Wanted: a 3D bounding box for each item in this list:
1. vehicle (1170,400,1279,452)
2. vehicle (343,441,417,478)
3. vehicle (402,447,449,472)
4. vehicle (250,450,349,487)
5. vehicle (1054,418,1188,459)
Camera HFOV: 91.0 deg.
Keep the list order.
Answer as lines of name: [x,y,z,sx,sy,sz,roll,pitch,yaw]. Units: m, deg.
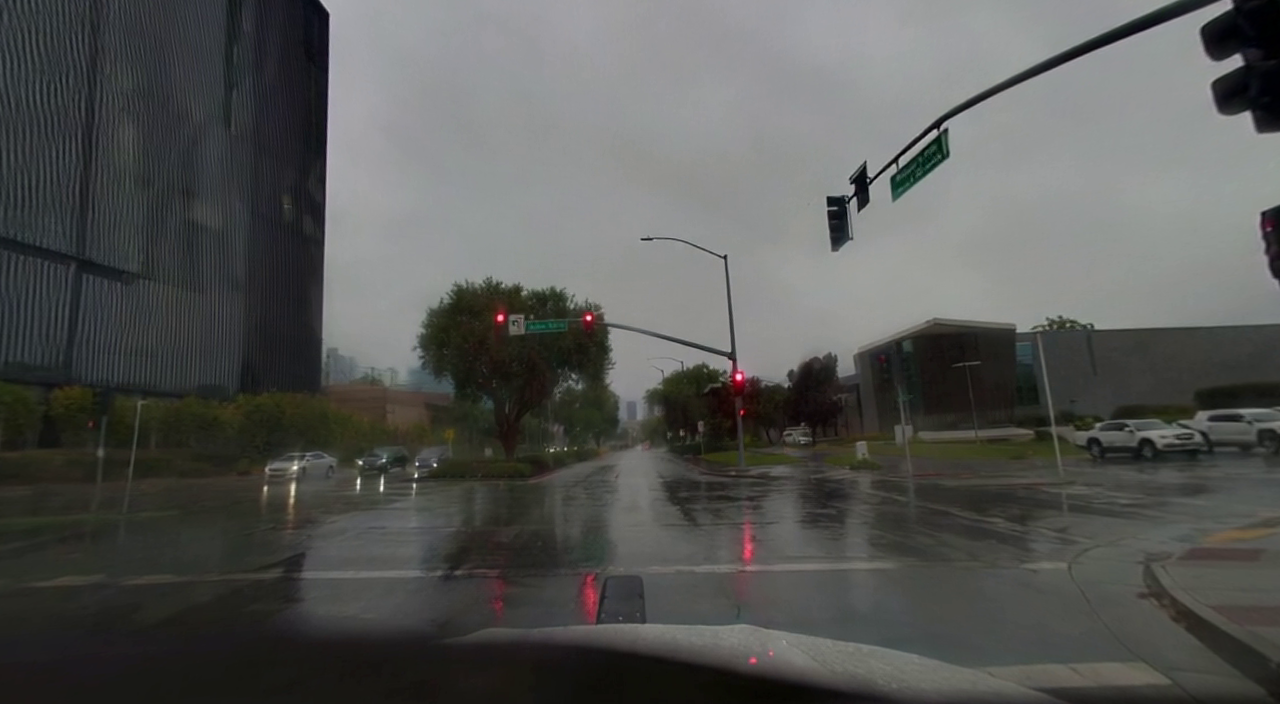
vehicle: [24.402,2.987,25.018,2.109,1.836,5.080,-2,-9,0]
vehicle: [-14.869,6.155,36.331,2.091,1.915,5.040,0,-9,0]
vehicle: [-15.142,7.602,44.706,1.932,1.605,4.146,0,-9,-1]
vehicle: [-14.859,5.074,27.806,1.790,1.437,4.349,0,-9,2]
vehicle: [19.078,3.499,25.299,1.834,1.480,4.458,0,-9,-1]
